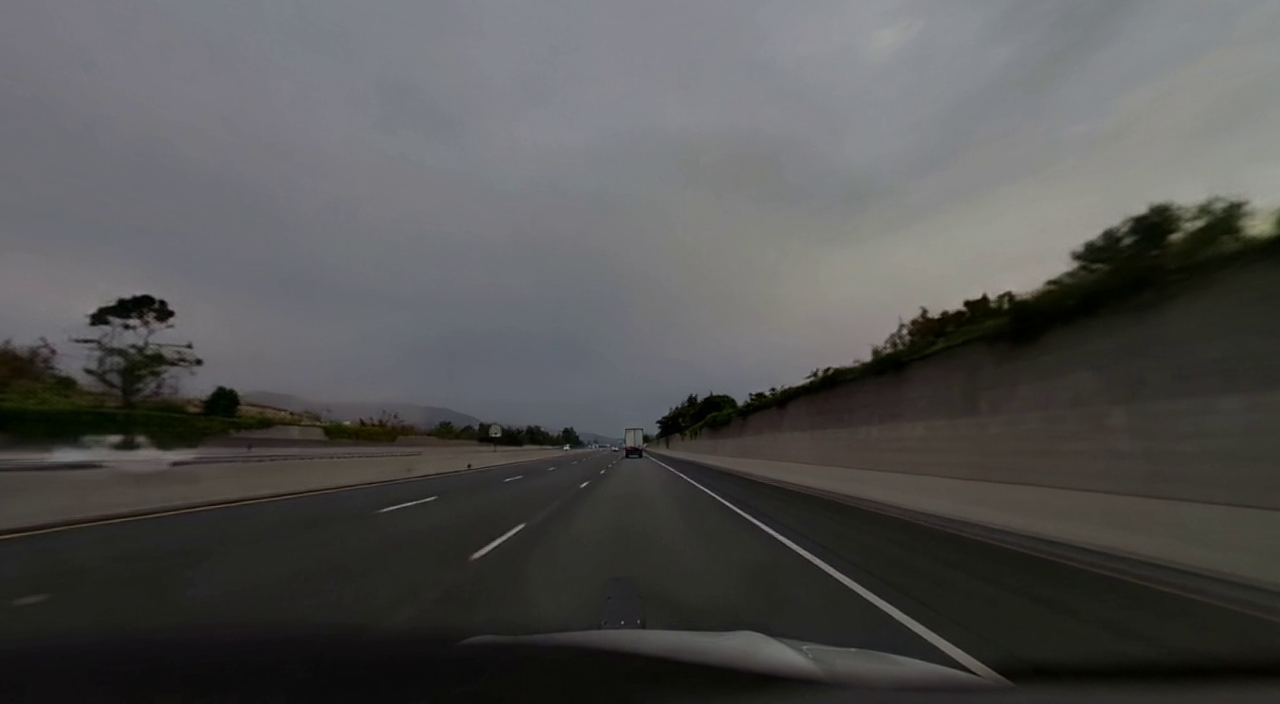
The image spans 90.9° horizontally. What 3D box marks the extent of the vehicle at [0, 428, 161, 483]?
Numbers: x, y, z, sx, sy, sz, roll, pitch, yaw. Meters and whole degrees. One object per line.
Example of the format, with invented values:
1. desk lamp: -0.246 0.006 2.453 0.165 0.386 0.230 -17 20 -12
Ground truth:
1. vehicle: -19.795 3.659 22.380 2.097 1.728 4.316 0 -9 0
